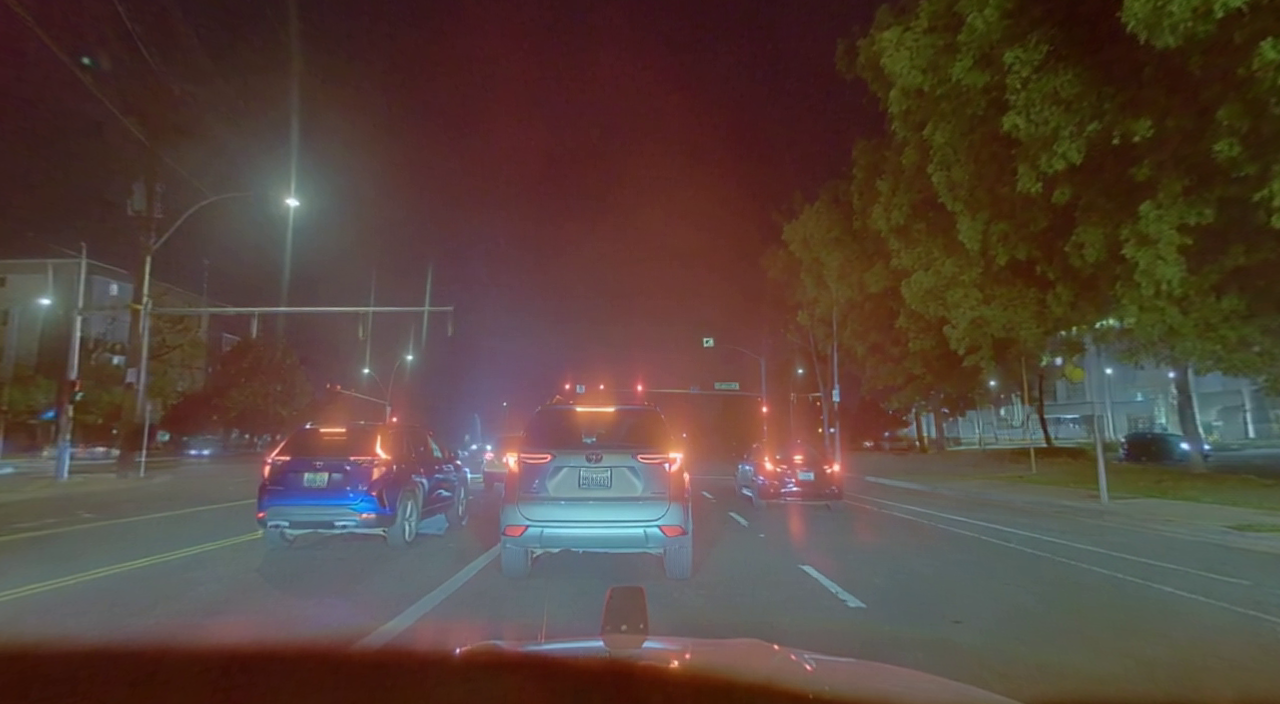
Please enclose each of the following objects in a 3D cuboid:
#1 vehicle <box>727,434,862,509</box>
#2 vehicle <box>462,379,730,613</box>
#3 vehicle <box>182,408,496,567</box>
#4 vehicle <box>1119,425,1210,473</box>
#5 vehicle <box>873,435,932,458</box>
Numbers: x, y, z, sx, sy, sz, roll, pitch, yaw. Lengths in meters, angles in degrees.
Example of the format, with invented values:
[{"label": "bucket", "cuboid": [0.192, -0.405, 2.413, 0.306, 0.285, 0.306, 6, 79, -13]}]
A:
[{"label": "vehicle", "cuboid": [3.417, 2.738, 14.887, 2.121, 1.494, 4.208, 0, -8, 0]}, {"label": "vehicle", "cuboid": [-0.342, 1.430, 7.114, 2.064, 1.817, 4.298, 0, -8, 0]}, {"label": "vehicle", "cuboid": [-3.722, 1.771, 9.022, 2.160, 1.666, 4.583, 0, -8, 1]}, {"label": "vehicle", "cuboid": [19.218, 3.534, 23.040, 4.215, 1.578, 1.892, 8, -12, -43]}, {"label": "vehicle", "cuboid": [19.990, 7.197, 47.938, 4.361, 1.653, 2.034, 6, -10, -35]}]
